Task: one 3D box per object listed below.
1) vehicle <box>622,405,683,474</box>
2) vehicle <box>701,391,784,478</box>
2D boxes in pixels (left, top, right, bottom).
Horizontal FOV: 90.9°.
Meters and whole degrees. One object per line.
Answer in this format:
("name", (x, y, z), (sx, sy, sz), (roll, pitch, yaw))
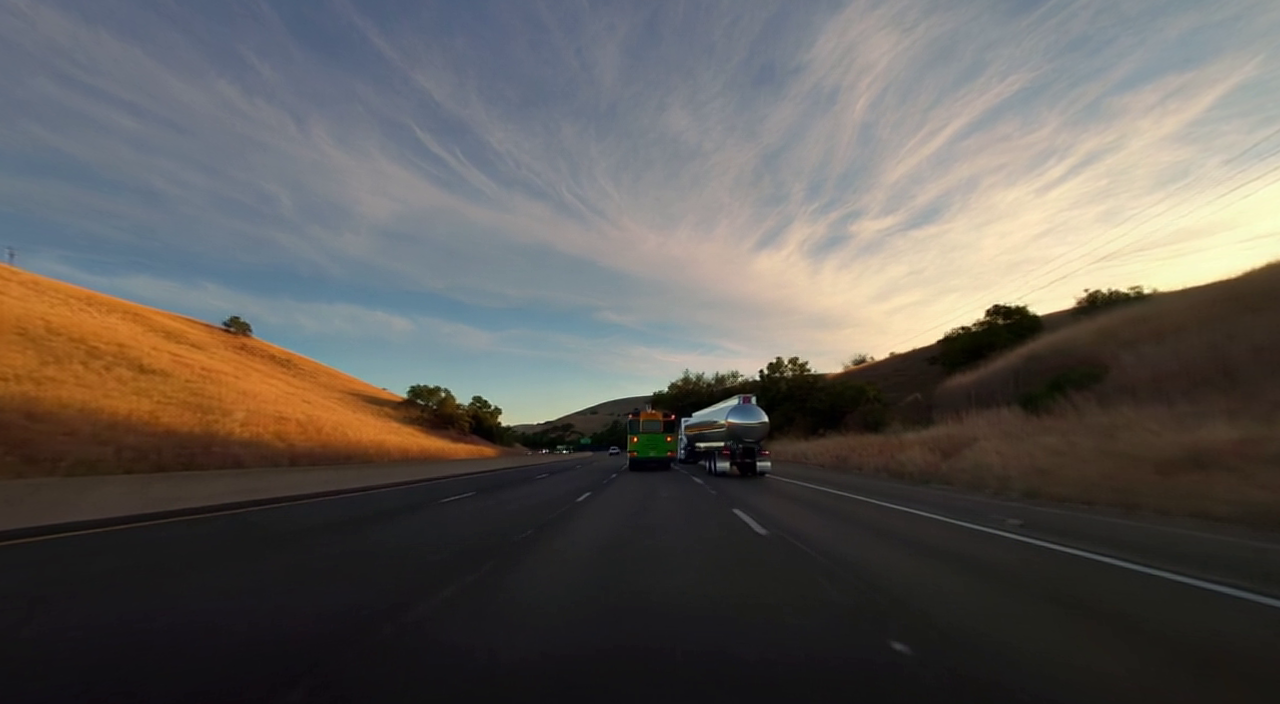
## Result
("vehicle", (0.710, 4.970, 35.583), (2.948, 3.265, 10.569), (0, -8, 1))
("vehicle", (4.717, 4.013, 30.503), (2.716, 3.705, 7.018), (0, -8, 0))
